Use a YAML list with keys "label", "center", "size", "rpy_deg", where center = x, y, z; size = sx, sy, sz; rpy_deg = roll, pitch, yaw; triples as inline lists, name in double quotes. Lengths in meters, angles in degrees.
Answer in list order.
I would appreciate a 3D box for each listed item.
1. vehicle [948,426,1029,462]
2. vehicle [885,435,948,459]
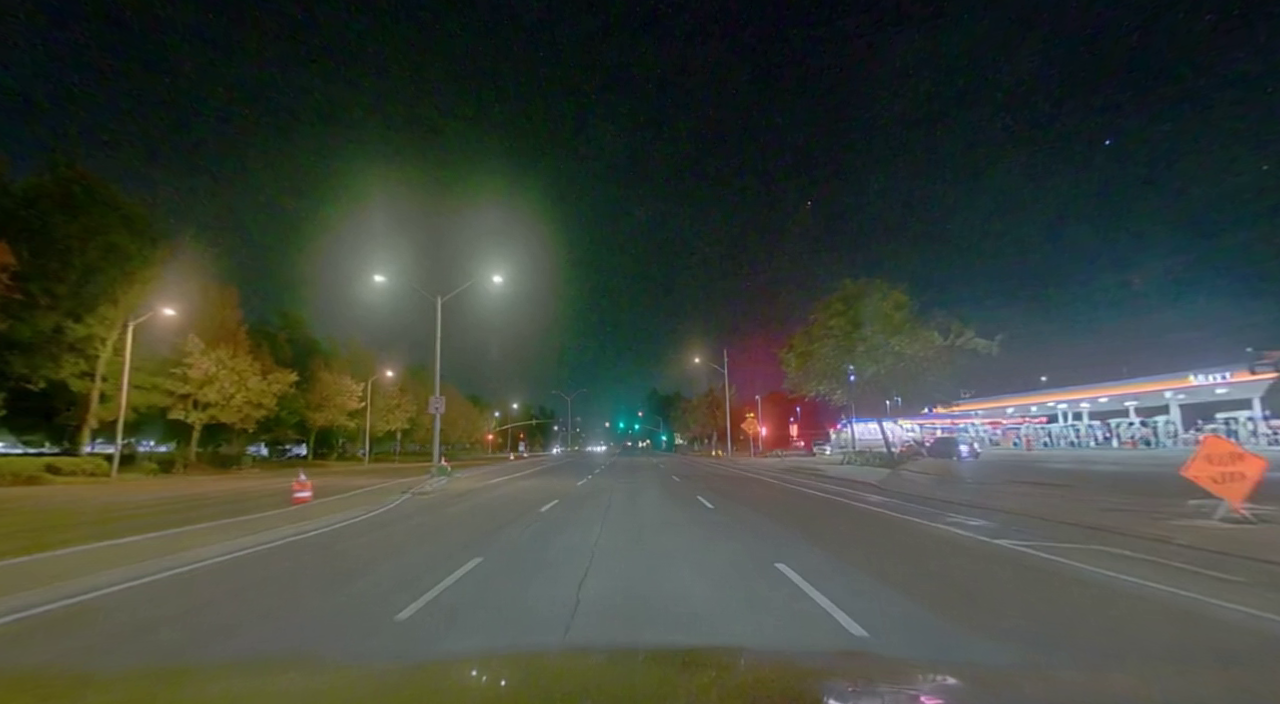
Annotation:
- label: "vehicle"
  center: [22.902, 6.016, 41.821]
  size: [2.094, 1.937, 5.262]
  rpy_deg: [-3, -6, -3]
- label: "vehicle"
  center: [17.852, 6.144, 41.018]
  size: [1.912, 1.452, 4.796]
  rpy_deg: [0, -8, 0]
